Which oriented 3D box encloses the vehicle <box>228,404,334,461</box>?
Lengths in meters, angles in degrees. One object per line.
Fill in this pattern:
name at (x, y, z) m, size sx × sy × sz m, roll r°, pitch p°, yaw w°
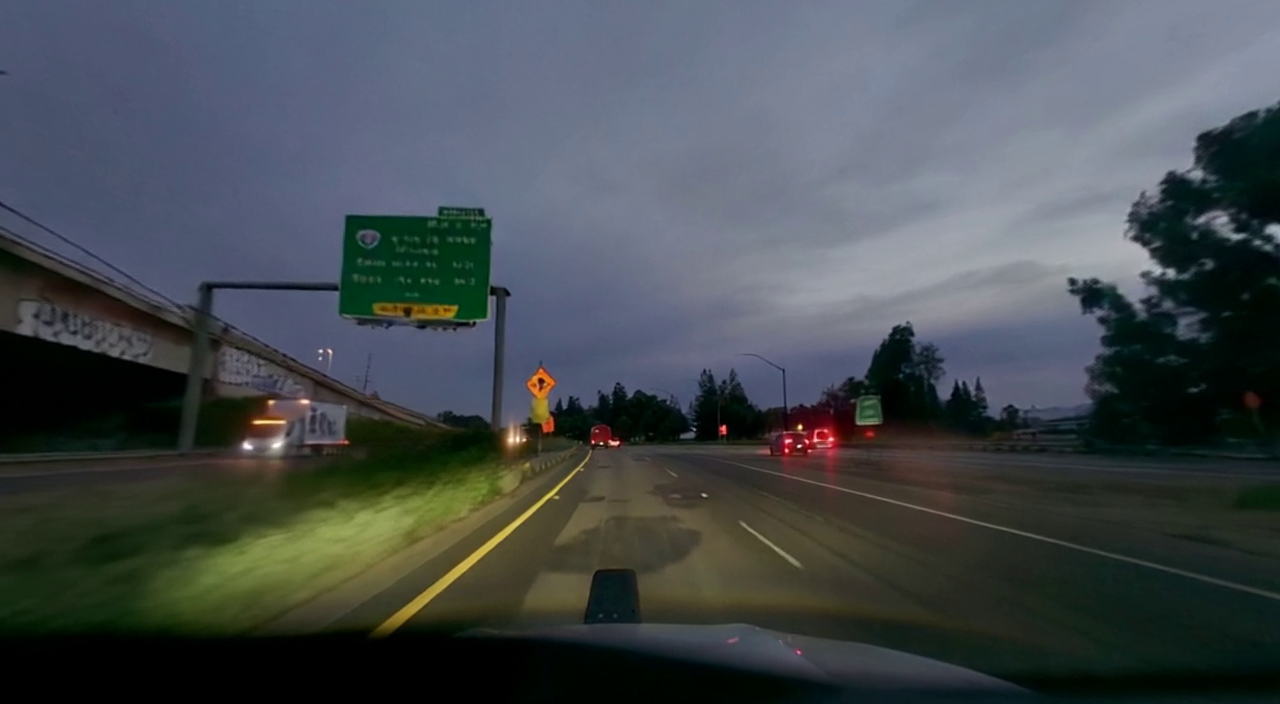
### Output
vehicle at (-19.311, 4.415, 34.317) m, size 2.354 × 2.823 × 5.911 m, roll 0°, pitch -8°, yaw -2°
